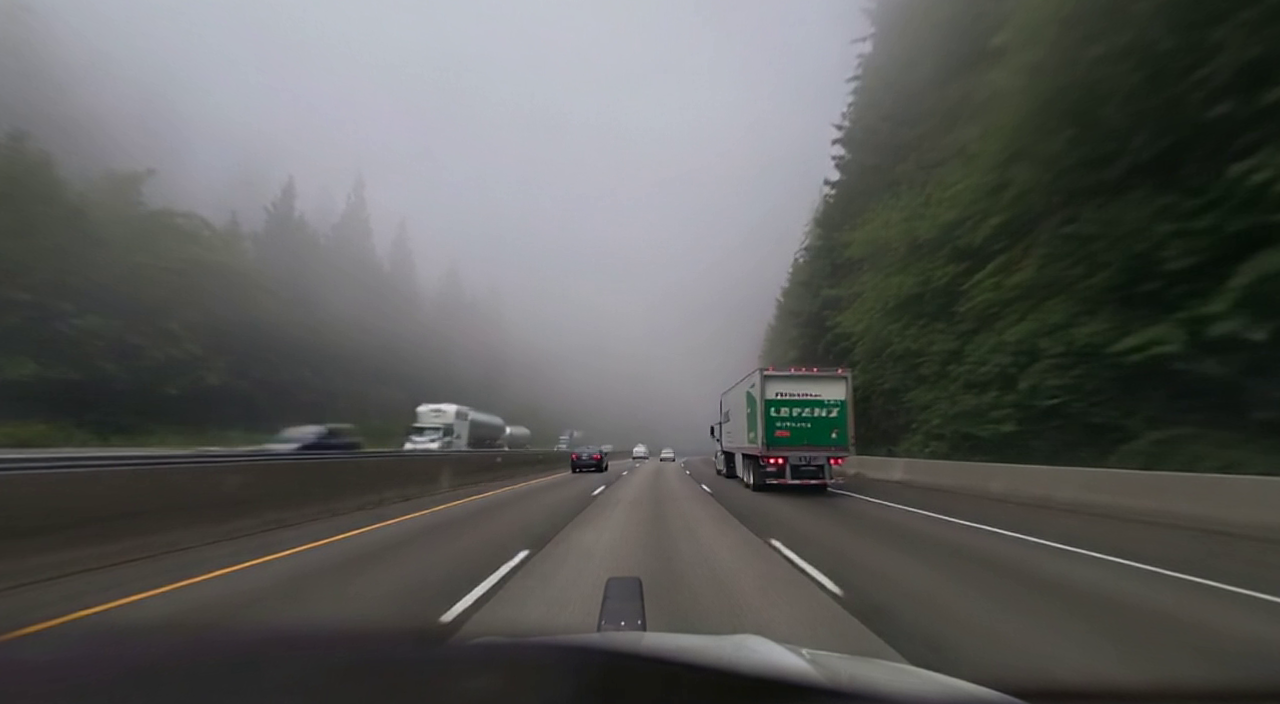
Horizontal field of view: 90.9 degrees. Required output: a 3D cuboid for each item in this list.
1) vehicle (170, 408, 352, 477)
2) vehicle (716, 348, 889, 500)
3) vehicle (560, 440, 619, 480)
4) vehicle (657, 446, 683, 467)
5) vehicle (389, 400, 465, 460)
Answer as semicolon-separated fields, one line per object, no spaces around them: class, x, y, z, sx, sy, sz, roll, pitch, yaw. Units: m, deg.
vehicle;-11.496;2.858;19.753;2.370;1.854;5.111;0;-9;2
vehicle;5.096;2.938;23.569;3.057;3.993;13.914;0;-9;1
vehicle;-2.251;5.021;29.577;2.205;1.728;4.397;0;-9;3
vehicle;2.355;8.156;49.213;1.990;1.537;3.725;0;-9;3
vehicle;-14.663;5.560;43.936;2.905;3.909;5.792;-1;-9;4
